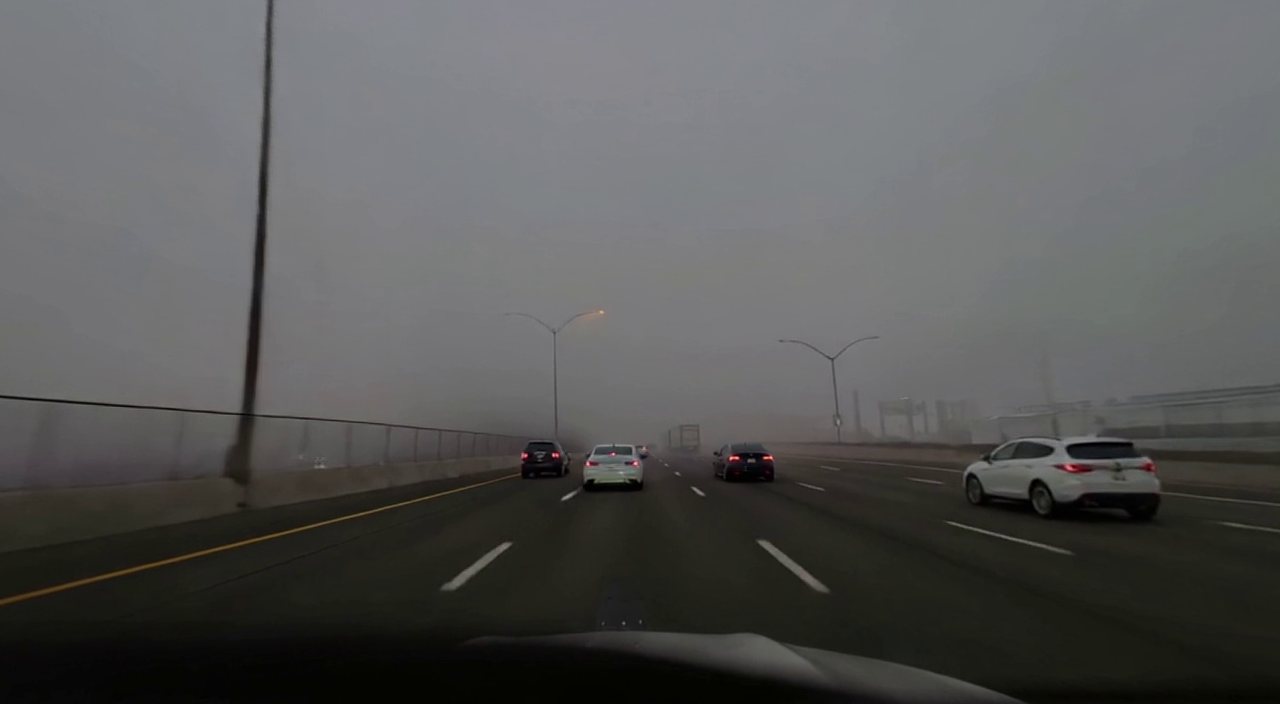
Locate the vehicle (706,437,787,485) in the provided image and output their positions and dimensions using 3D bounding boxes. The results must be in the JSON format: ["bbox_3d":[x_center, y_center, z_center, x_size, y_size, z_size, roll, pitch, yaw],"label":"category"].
[{"bbox_3d":[3.504,3.668,21.611,1.942,1.453,4.329,0,-8,-1],"label":"vehicle"}]

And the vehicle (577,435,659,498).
[{"bbox_3d":[-0.518,3.229,18.377,2.067,1.555,4.851,-1,-8,1],"label":"vehicle"}]

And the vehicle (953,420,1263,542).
[{"bbox_3d":[6.966,1.927,10.062,1.860,1.520,3.961,-1,-8,0],"label":"vehicle"}]

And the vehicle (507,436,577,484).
[{"bbox_3d":[-3.704,4.144,24.628,2.036,1.669,4.112,-1,-8,0],"label":"vehicle"}]

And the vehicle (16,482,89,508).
[{"bbox_3d":[-46.335,11.265,49.843,2.037,1.464,4.663,-1,-8,-12],"label":"vehicle"}]
